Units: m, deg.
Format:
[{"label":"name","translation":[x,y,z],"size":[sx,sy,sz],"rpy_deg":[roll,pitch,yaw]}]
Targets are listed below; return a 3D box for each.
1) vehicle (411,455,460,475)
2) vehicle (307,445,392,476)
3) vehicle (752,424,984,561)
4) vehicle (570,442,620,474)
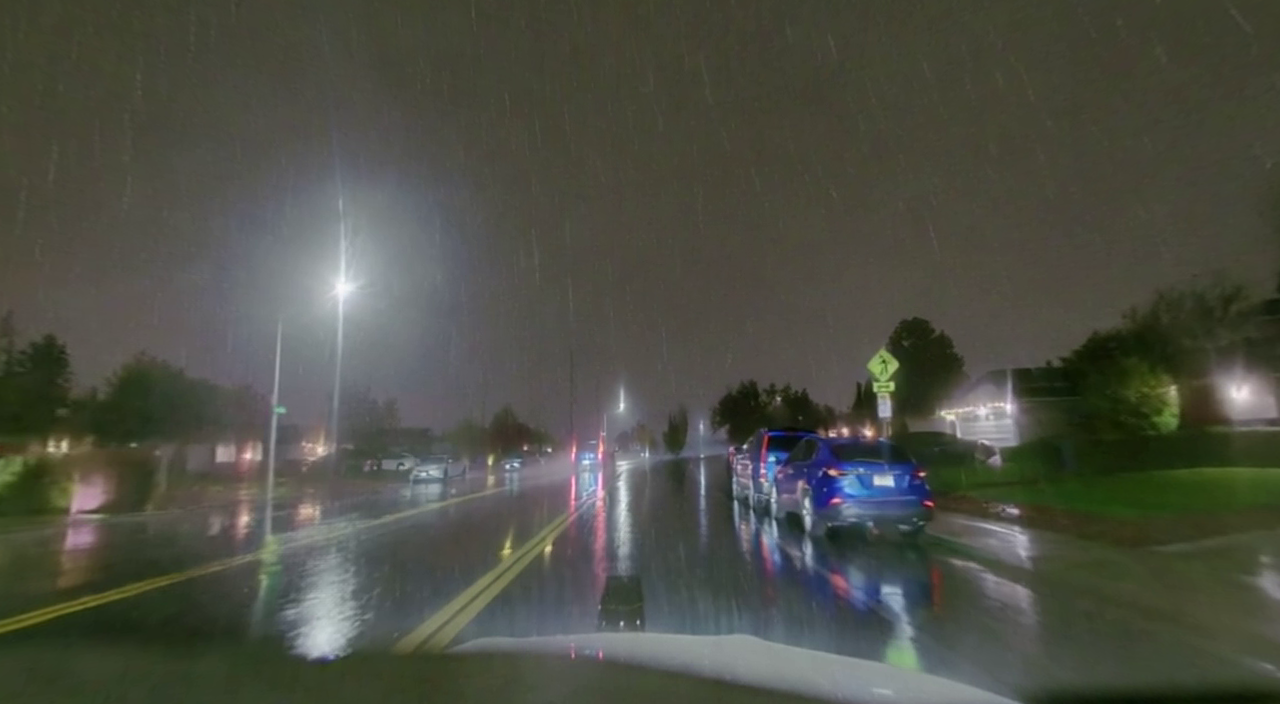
[{"label":"vehicle","translation":[-15.621,8.623,48.556],"size":[1.872,1.396,4.150],"rpy_deg":[-1,-9,8]},{"label":"vehicle","translation":[-19.079,7.157,41.624],"size":[4.628,1.808,1.899],"rpy_deg":[0,-12,7]},{"label":"vehicle","translation":[3.445,2.220,10.842],"size":[2.147,1.725,4.927],"rpy_deg":[2,-8,0]},{"label":"vehicle","translation":[-2.534,6.101,36.608],"size":[2.135,1.731,4.232],"rpy_deg":[-1,-9,6]}]
